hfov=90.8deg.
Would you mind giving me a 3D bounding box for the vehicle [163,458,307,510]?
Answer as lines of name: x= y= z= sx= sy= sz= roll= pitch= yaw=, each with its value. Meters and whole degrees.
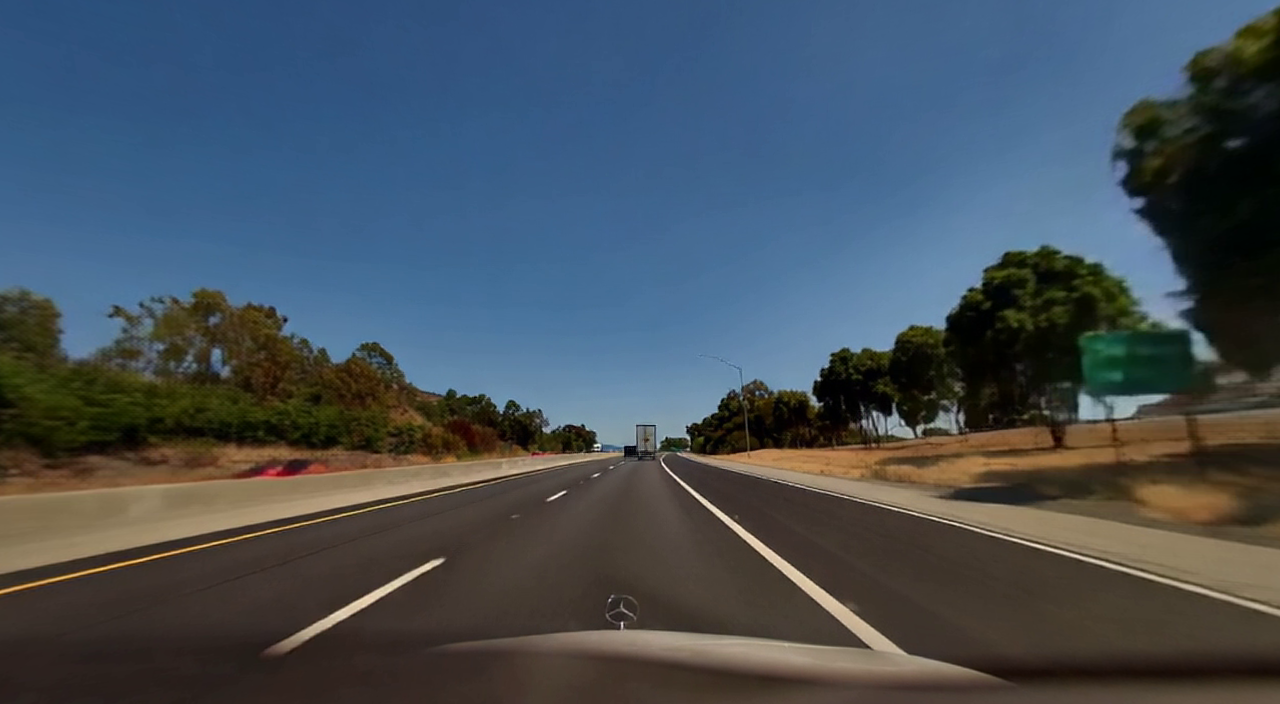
vehicle: x=-13.866 y=4.501 z=22.008 sx=1.938 sy=1.545 sz=4.630 roll=0 pitch=-9 yaw=0
